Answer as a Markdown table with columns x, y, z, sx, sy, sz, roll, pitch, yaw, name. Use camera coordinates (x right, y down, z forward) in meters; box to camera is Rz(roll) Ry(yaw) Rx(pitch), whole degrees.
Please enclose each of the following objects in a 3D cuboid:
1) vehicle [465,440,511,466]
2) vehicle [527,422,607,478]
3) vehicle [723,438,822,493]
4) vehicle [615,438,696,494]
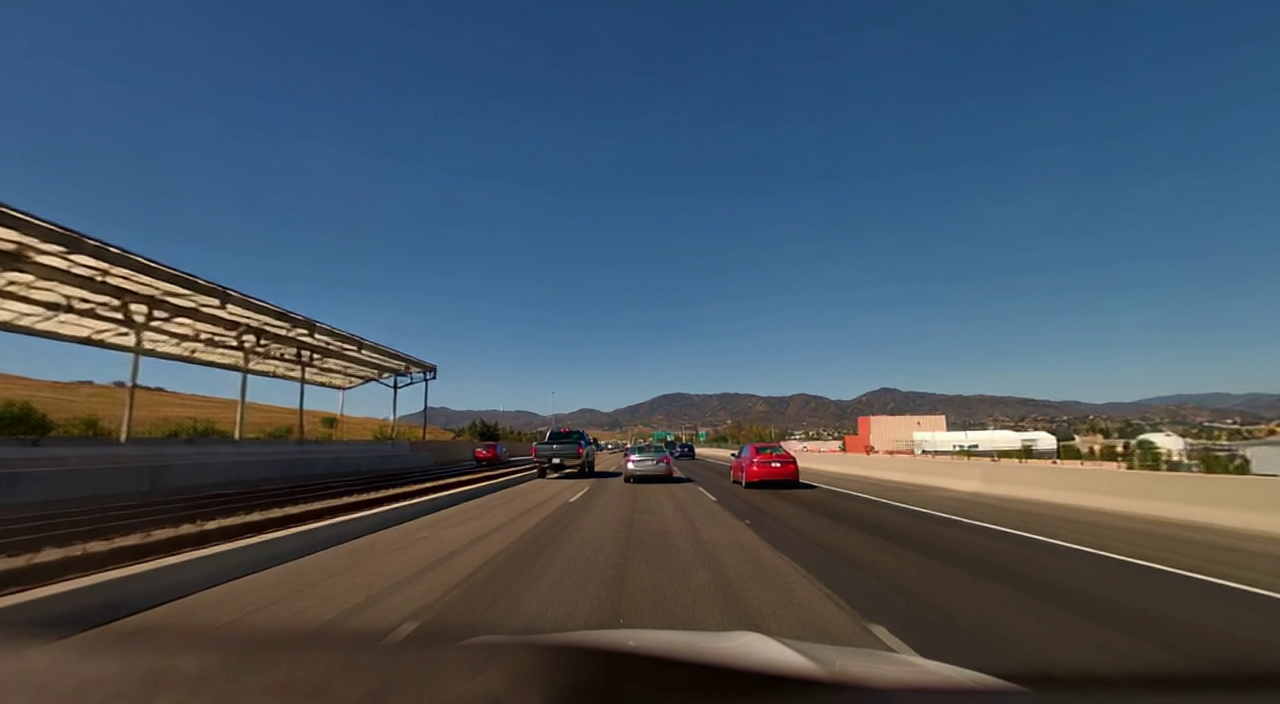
| x | y | z | sx | sy | sz | roll | pitch | yaw | name |
| --- | --- | --- | --- | --- | --- | --- | --- | --- | --- |
| -10.763 | 7.188 | 44.947 | 2.137 | 1.728 | 4.665 | 0 | -9 | 1 | vehicle |
| -3.077 | 4.409 | 28.464 | 2.733 | 2.230 | 6.820 | 0 | -9 | 1 | vehicle |
| 4.015 | 3.527 | 19.966 | 2.023 | 1.510 | 4.773 | 0 | -9 | -1 | vehicle |
| 0.396 | 3.396 | 19.095 | 2.171 | 1.493 | 4.081 | 0 | -9 | -1 | vehicle |
